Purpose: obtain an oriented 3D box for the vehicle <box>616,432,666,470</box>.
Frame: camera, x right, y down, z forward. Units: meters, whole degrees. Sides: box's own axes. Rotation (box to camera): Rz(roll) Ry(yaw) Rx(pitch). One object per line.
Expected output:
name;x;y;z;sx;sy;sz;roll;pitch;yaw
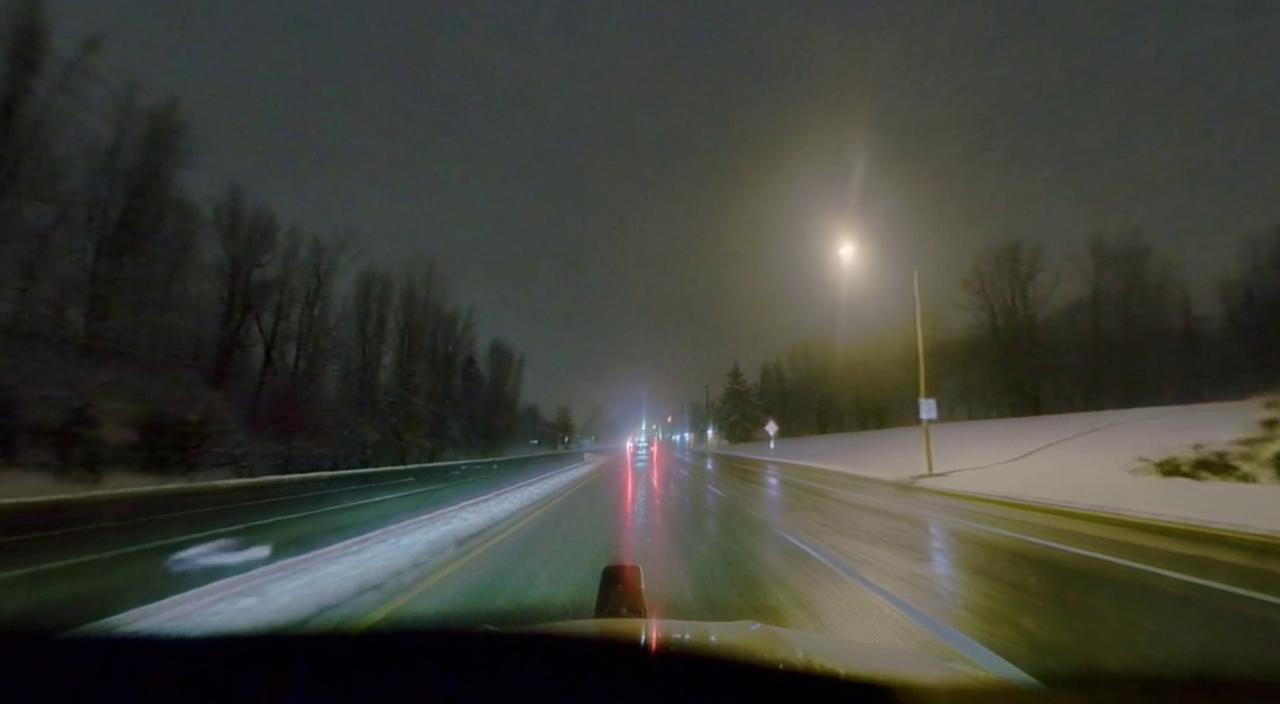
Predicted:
vehicle;0.089;4.815;30.619;2.256;1.734;4.176;0;-9;1
